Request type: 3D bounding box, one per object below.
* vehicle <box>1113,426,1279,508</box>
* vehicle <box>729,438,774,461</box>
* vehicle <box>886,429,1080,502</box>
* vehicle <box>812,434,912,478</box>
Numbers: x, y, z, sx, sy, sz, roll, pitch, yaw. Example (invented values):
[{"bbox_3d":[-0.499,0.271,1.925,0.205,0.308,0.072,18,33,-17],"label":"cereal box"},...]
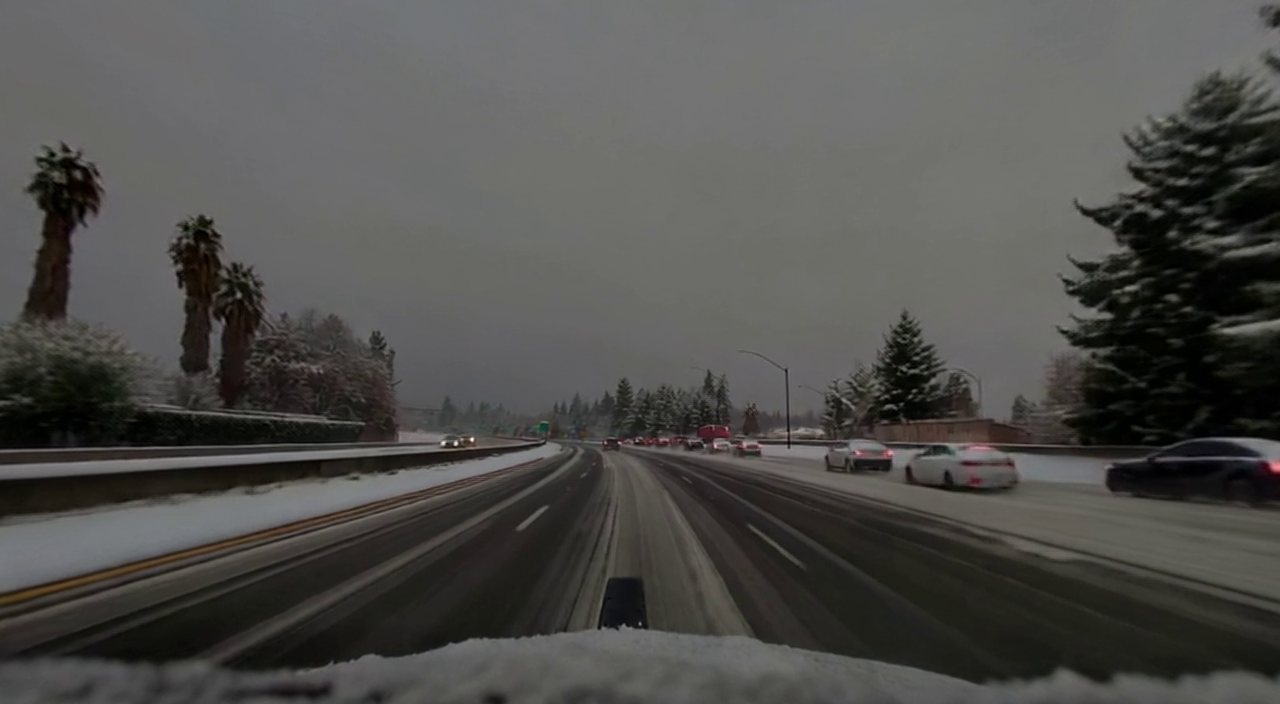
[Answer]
[{"bbox_3d":[12.561,2.313,13.020,1.846,1.480,4.752,0,-8,-1],"label":"vehicle"},{"bbox_3d":[7.494,6.589,42.844,1.922,1.456,4.626,0,-8,-3],"label":"vehicle"},{"bbox_3d":[8.003,2.682,15.364,2.110,1.481,4.511,0,-8,-1],"label":"vehicle"},{"bbox_3d":[8.185,3.882,23.823,1.947,1.452,4.696,0,-8,-2],"label":"vehicle"}]
